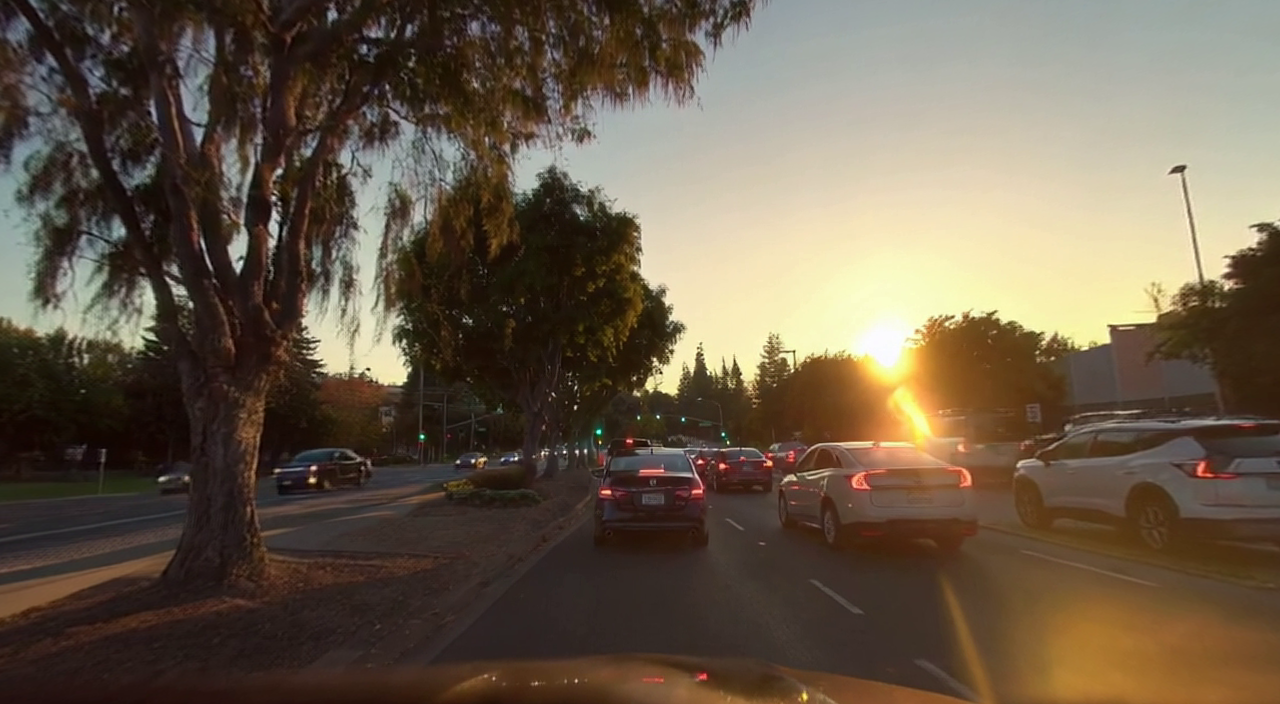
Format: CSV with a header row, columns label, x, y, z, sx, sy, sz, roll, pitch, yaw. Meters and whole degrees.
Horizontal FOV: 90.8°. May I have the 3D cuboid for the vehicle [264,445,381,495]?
label,x,y,z,sx,sy,sz,roll,pitch,yaw
vehicle,-11.644,4.316,23.589,1.980,1.675,4.581,0,-8,0

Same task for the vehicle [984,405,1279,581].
label,x,y,z,sx,sy,sz,roll,pitch,yaw
vehicle,6.910,1.727,8.536,1.987,1.730,4.373,0,-8,-1

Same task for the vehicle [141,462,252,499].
label,x,y,z,sx,sy,sz,roll,pitch,yaw
vehicle,-18.434,5.334,26.524,1.798,1.333,3.944,0,-9,0

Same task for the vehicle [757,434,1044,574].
label,x,y,z,sx,sy,sz,roll,pitch,yaw
vehicle,3.191,1.970,9.150,1.970,1.445,4.974,0,-8,-1

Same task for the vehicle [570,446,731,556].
label,x,y,z,sx,sy,sz,roll,pitch,yaw
vehicle,0.096,2.154,9.913,1.990,1.347,4.067,0,-8,-1

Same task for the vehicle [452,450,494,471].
label,x,y,z,sx,sy,sz,roll,pitch,yaw
vehicle,-12.473,8.105,47.422,1.943,1.467,4.442,0,-9,0
